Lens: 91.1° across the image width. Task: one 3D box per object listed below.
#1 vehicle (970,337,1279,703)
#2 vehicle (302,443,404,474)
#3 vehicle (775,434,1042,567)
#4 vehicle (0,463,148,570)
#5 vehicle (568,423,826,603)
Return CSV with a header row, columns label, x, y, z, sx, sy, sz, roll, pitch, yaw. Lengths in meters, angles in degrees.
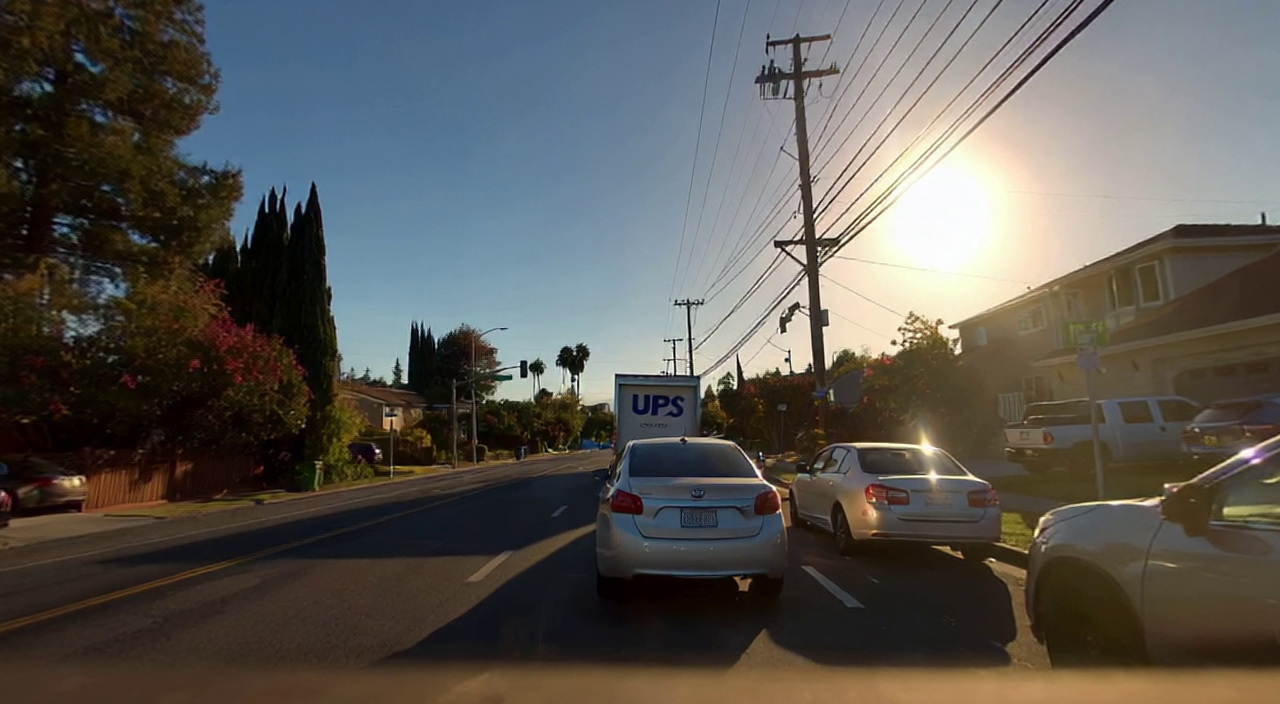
label,x,y,z,sx,sy,sz,roll,pitch,yaw
vehicle,3.307,0.772,1.928,2.069,1.722,4.888,0,-8,2
vehicle,-17.436,6.474,38.303,5.274,1.793,1.921,0,-9,3
vehicle,3.511,2.011,9.355,1.993,1.479,4.487,0,-8,0
vehicle,-10.354,2.500,9.502,1.925,1.482,4.753,0,-8,0
vehicle,0.473,1.682,7.531,2.158,1.499,4.377,0,-8,0
